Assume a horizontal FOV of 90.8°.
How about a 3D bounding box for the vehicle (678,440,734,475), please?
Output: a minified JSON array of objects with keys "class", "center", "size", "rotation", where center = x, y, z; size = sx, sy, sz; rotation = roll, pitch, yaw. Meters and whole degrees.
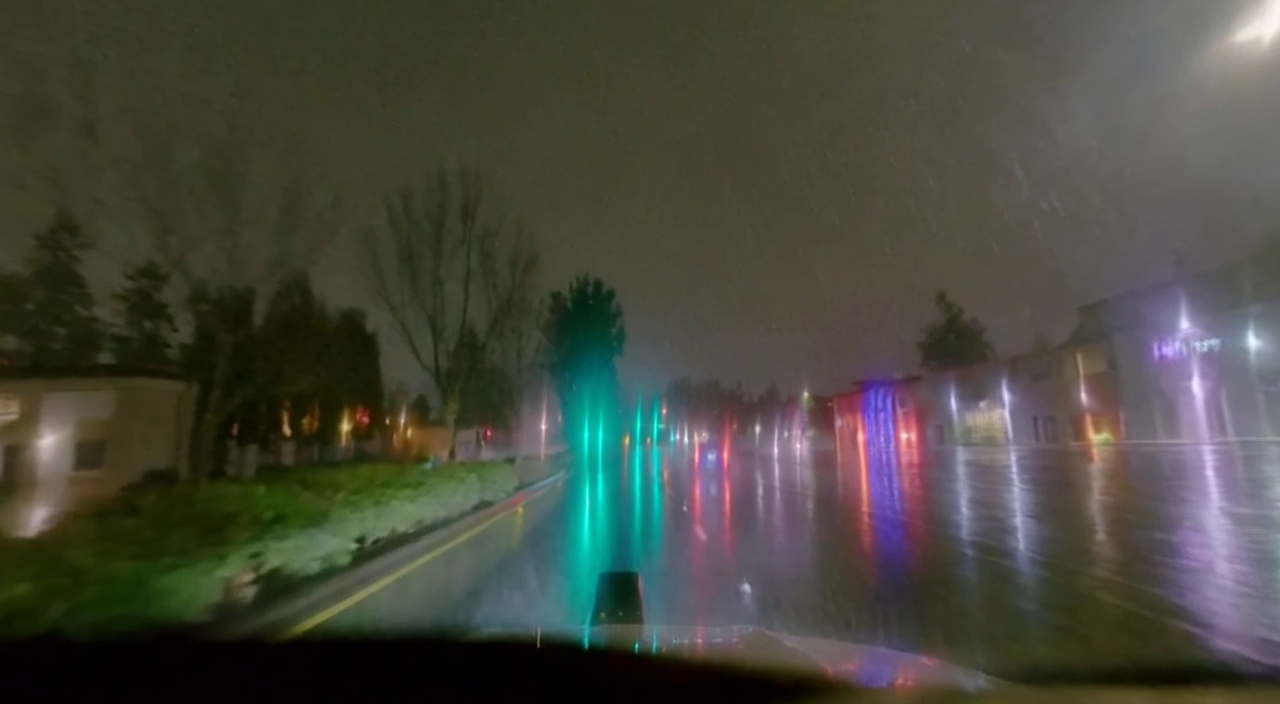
[{"class":"vehicle","center":[2.837,4.627,28.067],"size":[1.929,1.411,4.284],"rotation":[0,-8,-1]}]
